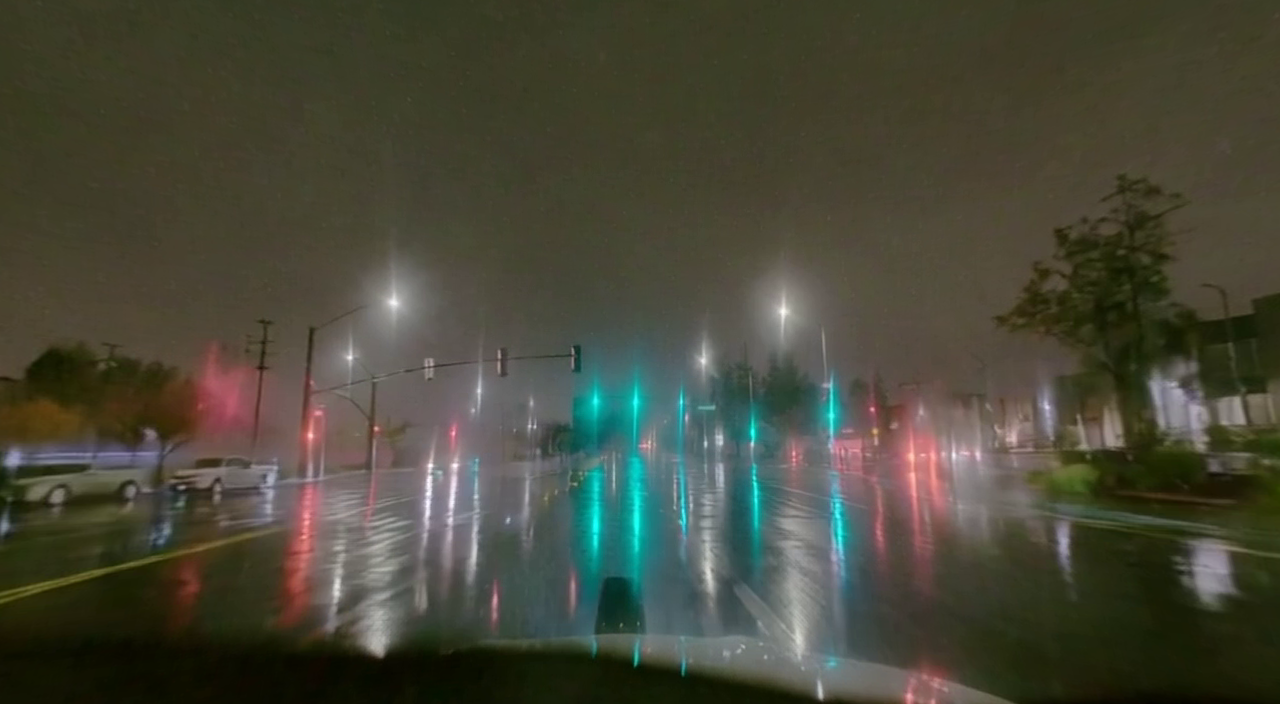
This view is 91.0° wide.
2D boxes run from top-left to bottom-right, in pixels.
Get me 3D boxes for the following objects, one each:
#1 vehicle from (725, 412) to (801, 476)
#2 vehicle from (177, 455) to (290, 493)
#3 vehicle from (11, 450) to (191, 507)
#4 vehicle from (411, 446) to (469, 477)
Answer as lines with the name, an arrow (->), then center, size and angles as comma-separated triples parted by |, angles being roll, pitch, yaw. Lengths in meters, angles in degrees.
vehicle -> 6.732, 5.206, 35.689 | 2.802, 3.208, 7.459 | 0, -9, 0
vehicle -> -18.233, 5.445, 28.574 | 1.901, 1.513, 4.795 | 0, -9, 1
vehicle -> -18.334, 4.266, 21.796 | 2.097, 1.733, 4.527 | 0, -9, 2
vehicle -> -11.790, 6.473, 37.447 | 2.098, 1.704, 4.313 | 0, -9, -1
